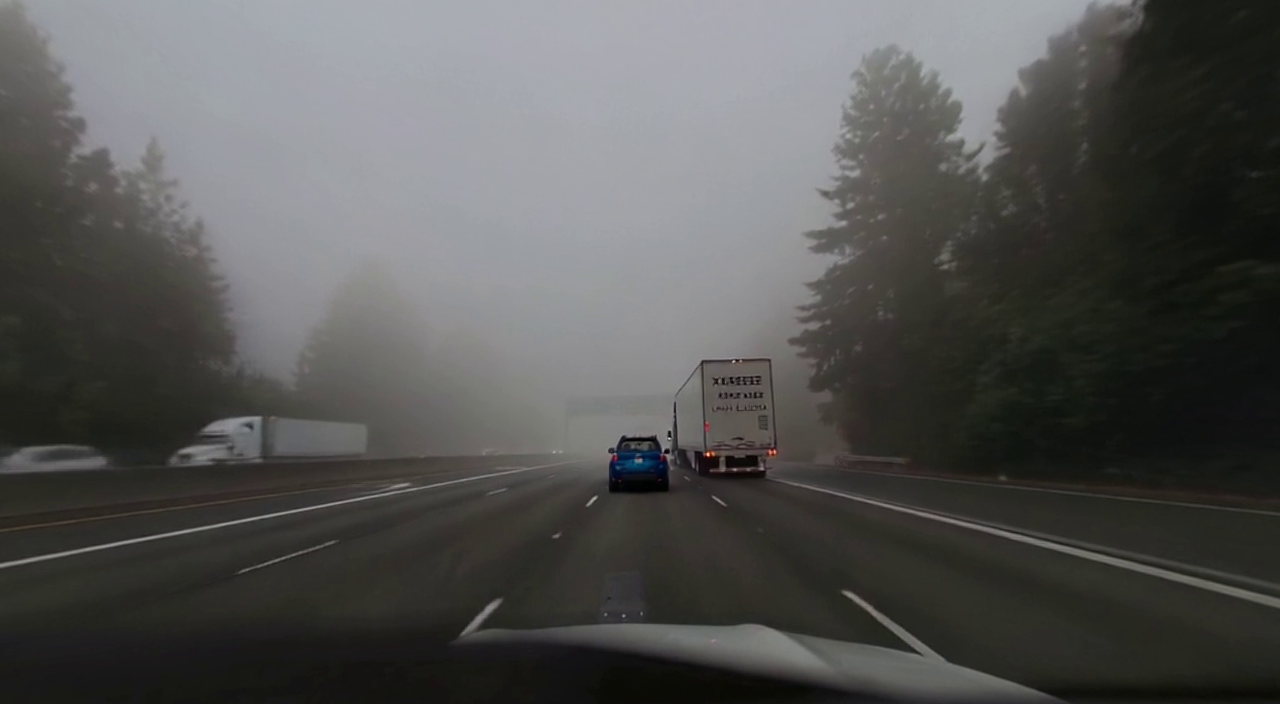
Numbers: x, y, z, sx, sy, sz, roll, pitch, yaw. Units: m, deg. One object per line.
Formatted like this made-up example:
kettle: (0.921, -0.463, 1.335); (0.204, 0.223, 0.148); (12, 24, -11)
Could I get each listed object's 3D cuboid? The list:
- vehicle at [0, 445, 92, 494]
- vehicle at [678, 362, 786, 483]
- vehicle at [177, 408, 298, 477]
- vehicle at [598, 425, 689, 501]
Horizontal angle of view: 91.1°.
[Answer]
vehicle: (-22.226, 4.045, 21.860); (1.966, 1.606, 4.695); (0, -9, 1)
vehicle: (3.595, 3.564, 29.331); (2.909, 4.135, 15.820); (0, -9, 1)
vehicle: (-25.690, 5.857, 40.622); (3.012, 4.033, 7.003); (0, -9, 0)
vehicle: (0.087, 2.832, 16.354); (2.054, 1.706, 4.201); (0, -9, 0)
